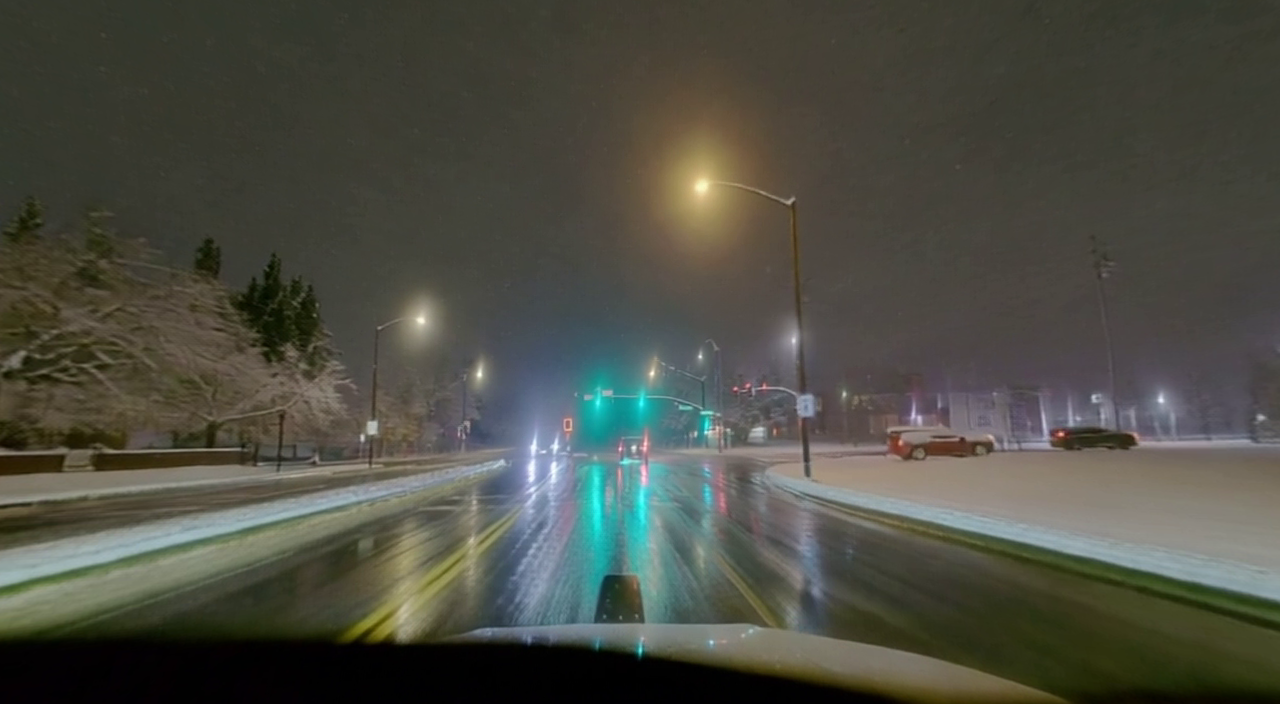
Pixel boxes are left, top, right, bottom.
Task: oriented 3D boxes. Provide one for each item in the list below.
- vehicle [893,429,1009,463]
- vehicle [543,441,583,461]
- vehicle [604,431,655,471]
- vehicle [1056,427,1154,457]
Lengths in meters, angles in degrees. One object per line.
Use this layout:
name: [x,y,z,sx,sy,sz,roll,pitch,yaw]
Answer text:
vehicle: [14.625,4.442,29.927,4.486,1.494,1.802,0,-9,5]
vehicle: [-5.990,7.803,49.764,1.939,1.484,4.645,-1,-9,8]
vehicle: [-0.443,4.894,31.283,2.230,1.827,4.298,0,-8,3]
vehicle: [29.055,5.651,39.602,4.504,1.759,1.955,0,-8,3]
